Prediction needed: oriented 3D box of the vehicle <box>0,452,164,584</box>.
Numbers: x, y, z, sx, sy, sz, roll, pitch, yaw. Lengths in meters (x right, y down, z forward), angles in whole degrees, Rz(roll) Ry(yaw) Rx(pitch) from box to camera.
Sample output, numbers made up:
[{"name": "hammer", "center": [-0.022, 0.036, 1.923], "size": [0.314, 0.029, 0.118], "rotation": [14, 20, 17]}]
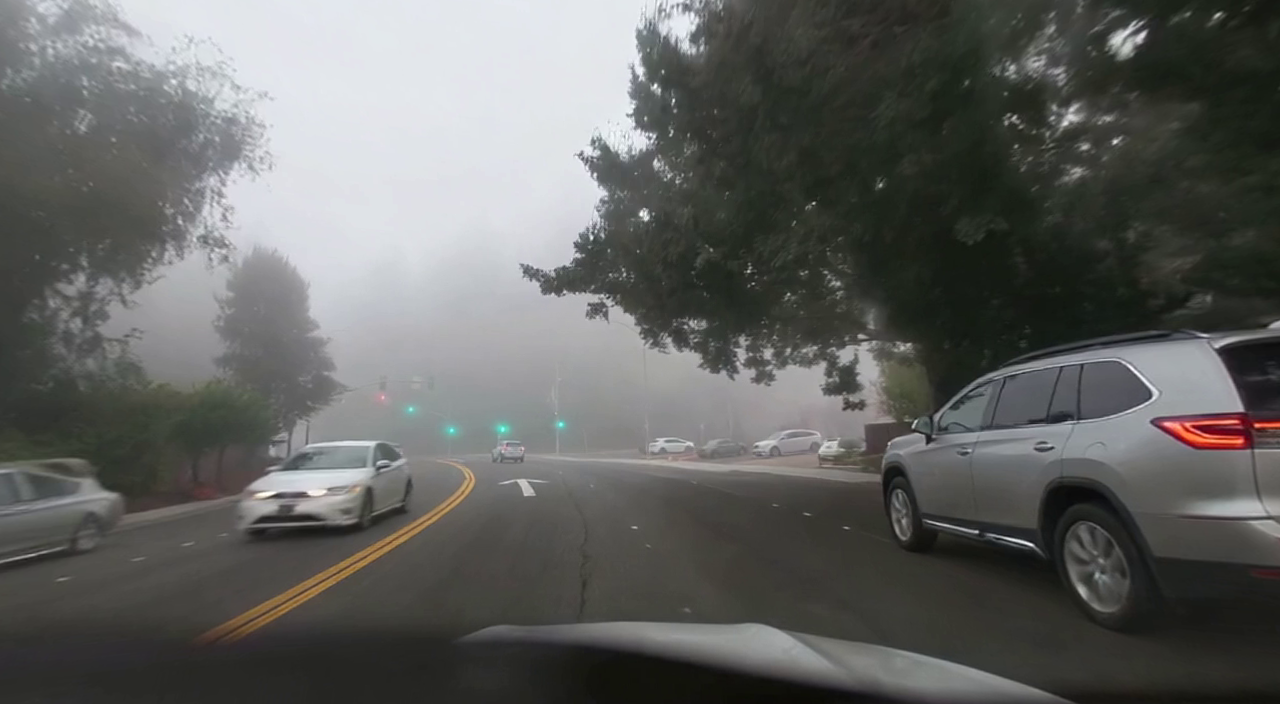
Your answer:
[{"name": "vehicle", "center": [-8.440, 2.012, 7.744], "size": [1.984, 1.472, 4.600], "rotation": [1, -9, -7]}]

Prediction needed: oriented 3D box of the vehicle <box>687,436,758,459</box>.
[{"name": "vehicle", "center": [5.699, 6.613, 43.695], "size": [4.426, 1.461, 1.996], "rotation": [3, -9, -24]}]

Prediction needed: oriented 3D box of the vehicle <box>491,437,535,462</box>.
[{"name": "vehicle", "center": [-9.405, 7.141, 46.425], "size": [2.138, 1.729, 4.178], "rotation": [4, -10, -27]}]

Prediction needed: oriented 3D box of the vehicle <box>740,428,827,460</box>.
[{"name": "vehicle", "center": [8.615, 5.576, 38.026], "size": [4.656, 1.710, 1.950], "rotation": [0, -9, -16]}]

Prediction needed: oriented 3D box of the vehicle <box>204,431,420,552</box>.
[{"name": "vehicle", "center": [-5.131, 2.183, 10.578], "size": [1.950, 1.588, 3.929], "rotation": [1, -9, -8]}]

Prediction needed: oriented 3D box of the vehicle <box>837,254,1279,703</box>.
[{"name": "vehicle", "center": [3.810, 0.991, 5.429], "size": [2.338, 2.063, 5.592], "rotation": [0, -8, -1]}]
